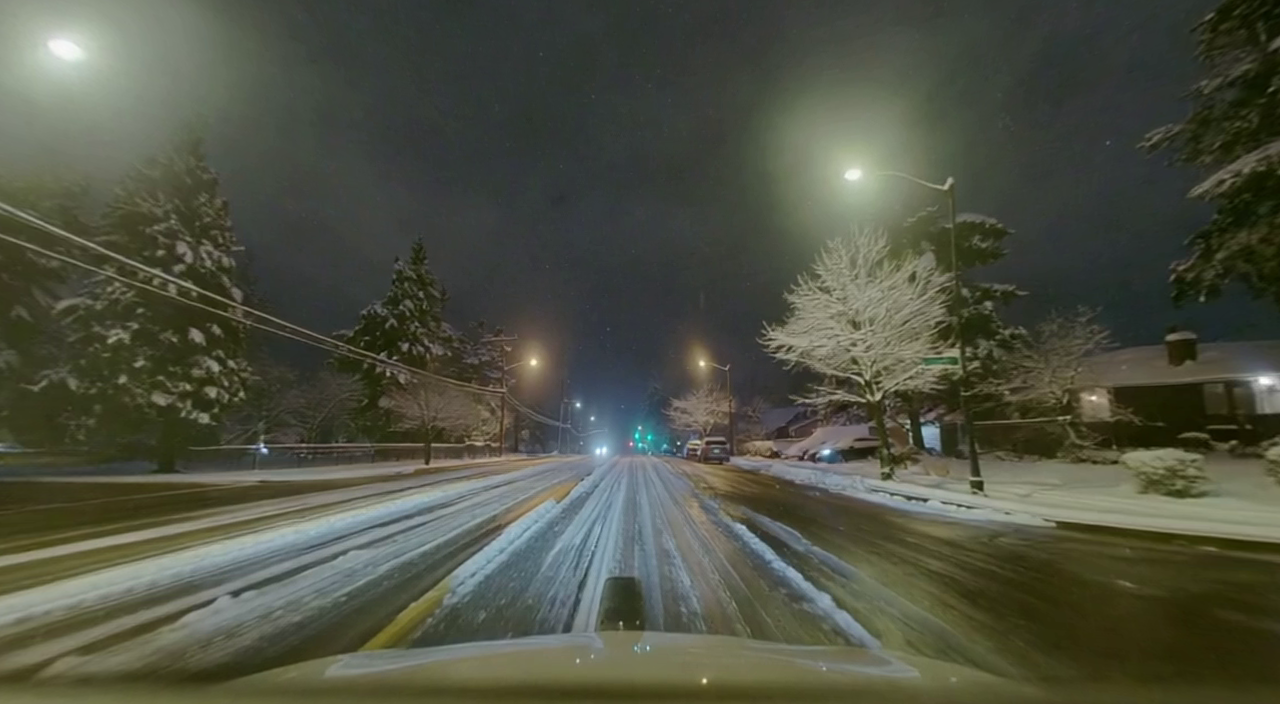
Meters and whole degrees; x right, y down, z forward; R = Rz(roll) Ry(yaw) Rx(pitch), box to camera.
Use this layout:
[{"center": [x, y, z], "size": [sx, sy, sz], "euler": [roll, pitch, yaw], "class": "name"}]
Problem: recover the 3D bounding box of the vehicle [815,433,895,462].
[{"center": [14.352, 6.424, 42.359], "size": [4.637, 1.842, 2.016], "euler": [0, -9, 2], "class": "vehicle"}]
